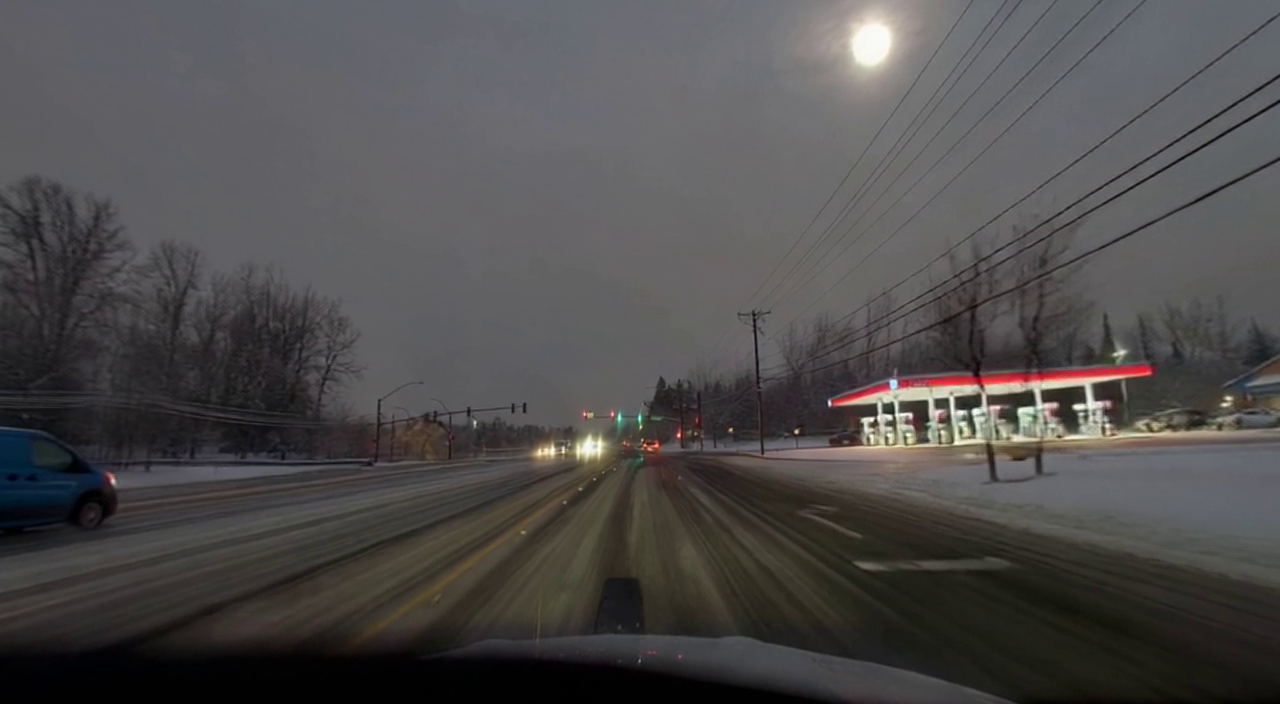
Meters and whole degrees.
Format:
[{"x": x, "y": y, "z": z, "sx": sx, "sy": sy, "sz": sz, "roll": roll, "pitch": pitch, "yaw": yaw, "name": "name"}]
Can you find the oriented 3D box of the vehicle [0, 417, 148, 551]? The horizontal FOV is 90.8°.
[{"x": -9.964, "y": 1.845, "z": 8.791, "sx": 2.149, "sy": 1.848, "sz": 4.961, "roll": 0, "pitch": -8, "yaw": 1, "name": "vehicle"}]
